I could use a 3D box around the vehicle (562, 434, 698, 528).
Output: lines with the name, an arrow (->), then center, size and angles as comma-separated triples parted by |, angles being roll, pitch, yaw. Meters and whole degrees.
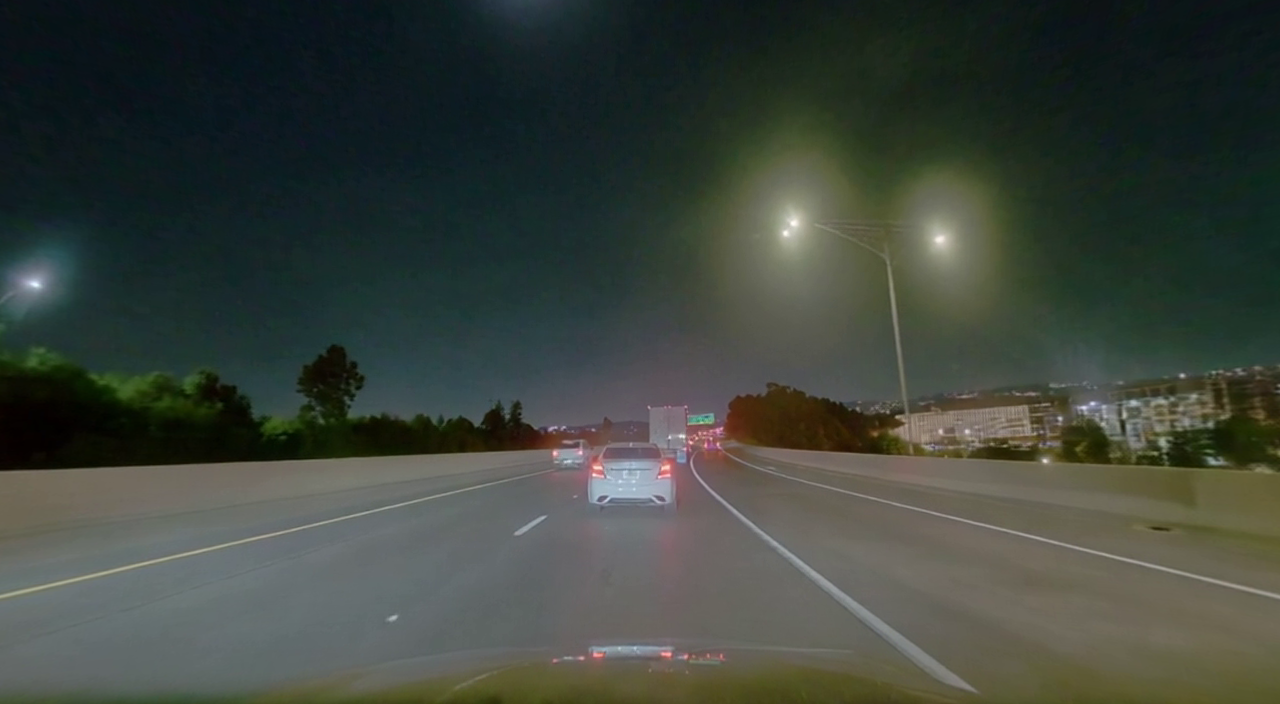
vehicle -> -0.124, 2.345, 12.025 | 2.136, 1.470, 3.971 | 0, -9, 1
